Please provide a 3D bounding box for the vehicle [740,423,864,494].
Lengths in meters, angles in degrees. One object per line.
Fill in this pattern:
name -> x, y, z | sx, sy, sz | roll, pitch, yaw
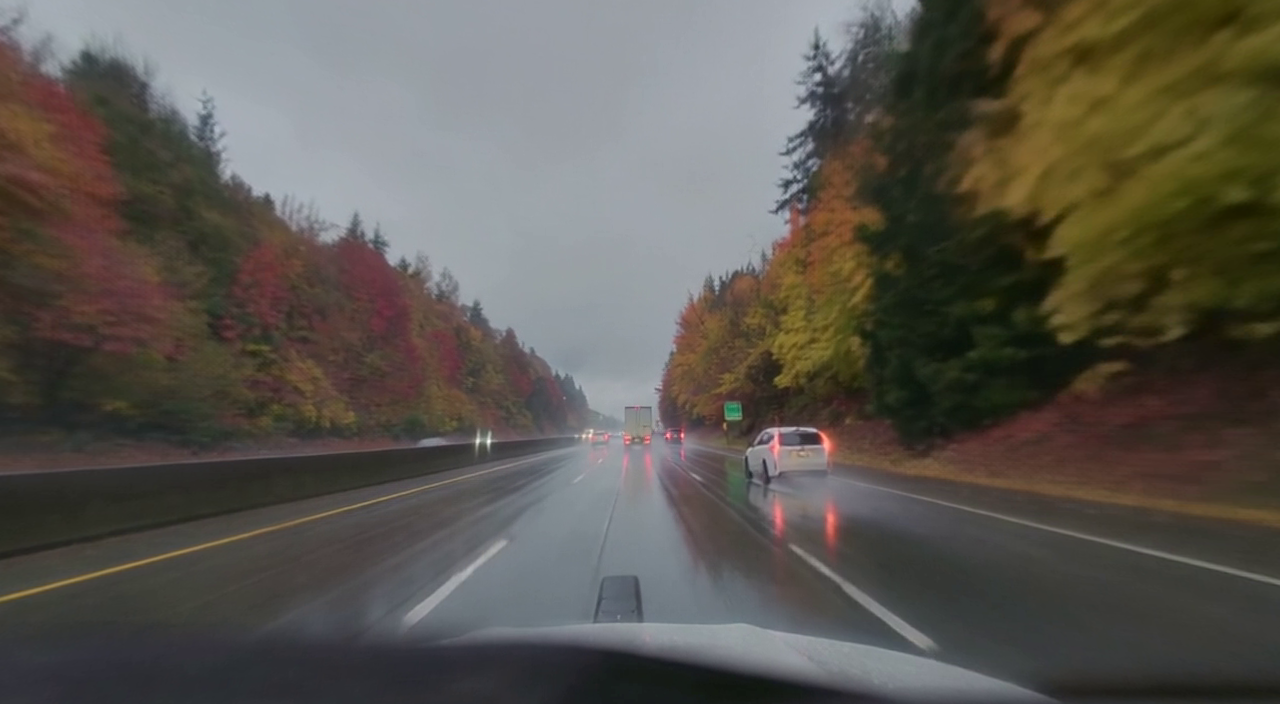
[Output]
vehicle -> 3.800, 2.548, 15.497 | 1.882, 1.492, 3.958 | 0, -8, -2

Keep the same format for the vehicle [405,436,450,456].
vehicle -> -16.590, 7.352, 49.315 | 1.928, 1.492, 4.607 | 0, -8, 0
